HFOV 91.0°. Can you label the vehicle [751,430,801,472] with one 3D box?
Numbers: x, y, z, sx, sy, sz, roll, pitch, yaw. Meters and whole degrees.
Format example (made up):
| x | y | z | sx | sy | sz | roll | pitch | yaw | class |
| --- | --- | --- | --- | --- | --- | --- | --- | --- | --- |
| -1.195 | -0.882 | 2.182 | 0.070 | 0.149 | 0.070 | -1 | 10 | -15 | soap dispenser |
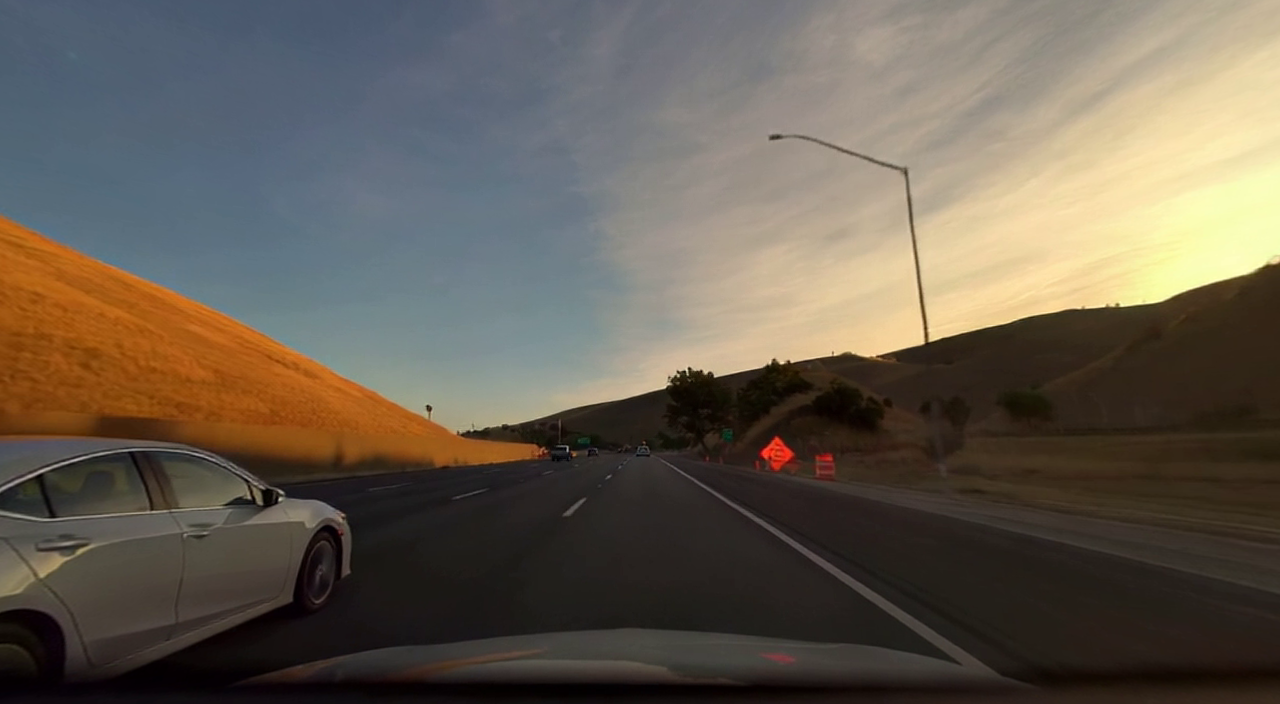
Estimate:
| x | y | z | sx | sy | sz | roll | pitch | yaw | class |
| --- | --- | --- | --- | --- | --- | --- | --- | --- | --- |
| 10.220 | 7.512 | 47.986 | 2.522 | 2.907 | 5.675 | -3 | -8 | 1 | vehicle |
